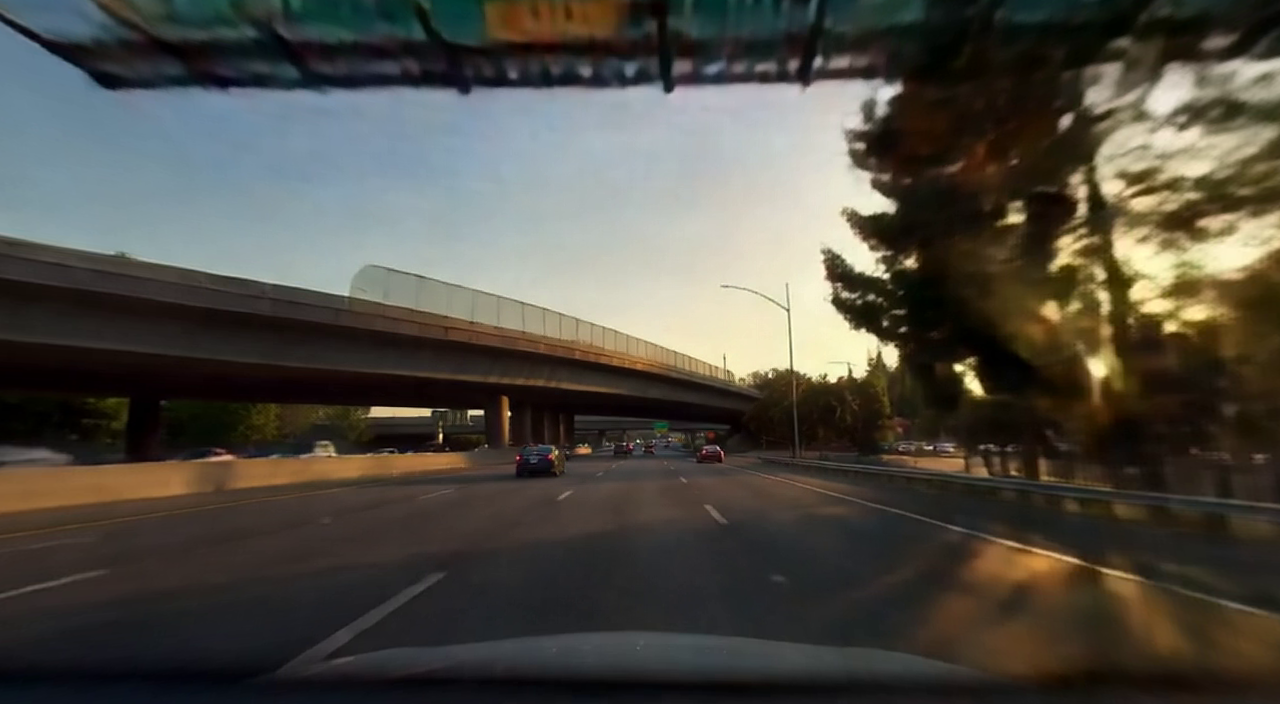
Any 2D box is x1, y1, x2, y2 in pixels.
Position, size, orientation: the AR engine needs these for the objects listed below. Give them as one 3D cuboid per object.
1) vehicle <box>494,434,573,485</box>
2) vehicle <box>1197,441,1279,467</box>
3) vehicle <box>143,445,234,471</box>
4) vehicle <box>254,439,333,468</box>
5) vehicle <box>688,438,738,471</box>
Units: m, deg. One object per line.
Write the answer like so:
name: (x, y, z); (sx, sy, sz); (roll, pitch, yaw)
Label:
vehicle: (-3.962, 4.066, 24.199); (2.196, 1.733, 4.355); (0, -8, 1)
vehicle: (42.924, 7.219, 44.834); (1.903, 1.707, 4.655); (1, -8, -10)
vehicle: (-31.603, 7.413, 44.409); (2.124, 1.653, 5.613); (0, -8, 2)
vehicle: (-23.927, 7.002, 43.860); (2.164, 1.876, 5.764); (0, -8, 1)
vehicle: (3.928, 5.639, 34.880); (2.229, 1.704, 4.392); (0, -8, 0)
